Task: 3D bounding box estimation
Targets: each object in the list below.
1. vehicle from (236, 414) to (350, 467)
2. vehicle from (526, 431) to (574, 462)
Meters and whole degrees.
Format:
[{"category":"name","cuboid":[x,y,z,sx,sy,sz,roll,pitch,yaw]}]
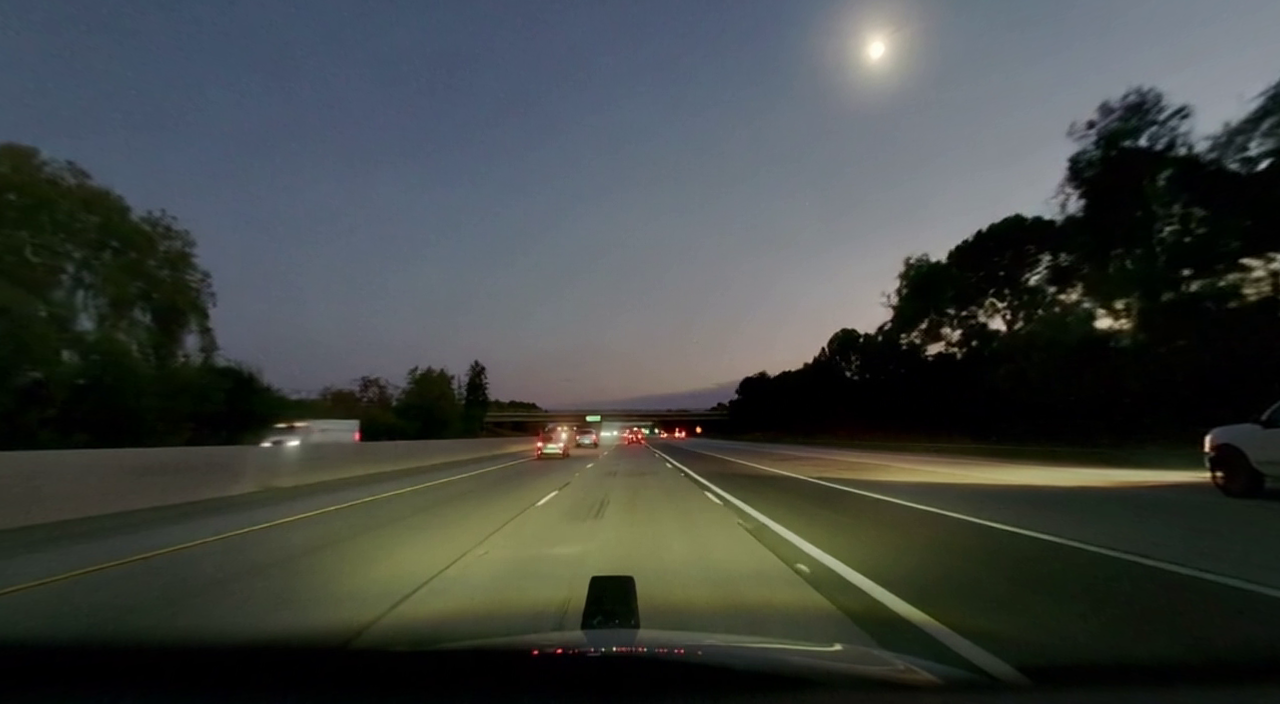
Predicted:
[{"category":"vehicle","cuboid":[-17.717,4.588,32.675,2.531,2.469,6.080,0,-8,-1]},{"category":"vehicle","cuboid":[-4.495,4.804,32.146,1.933,1.473,4.023,0,-8,-1]}]
